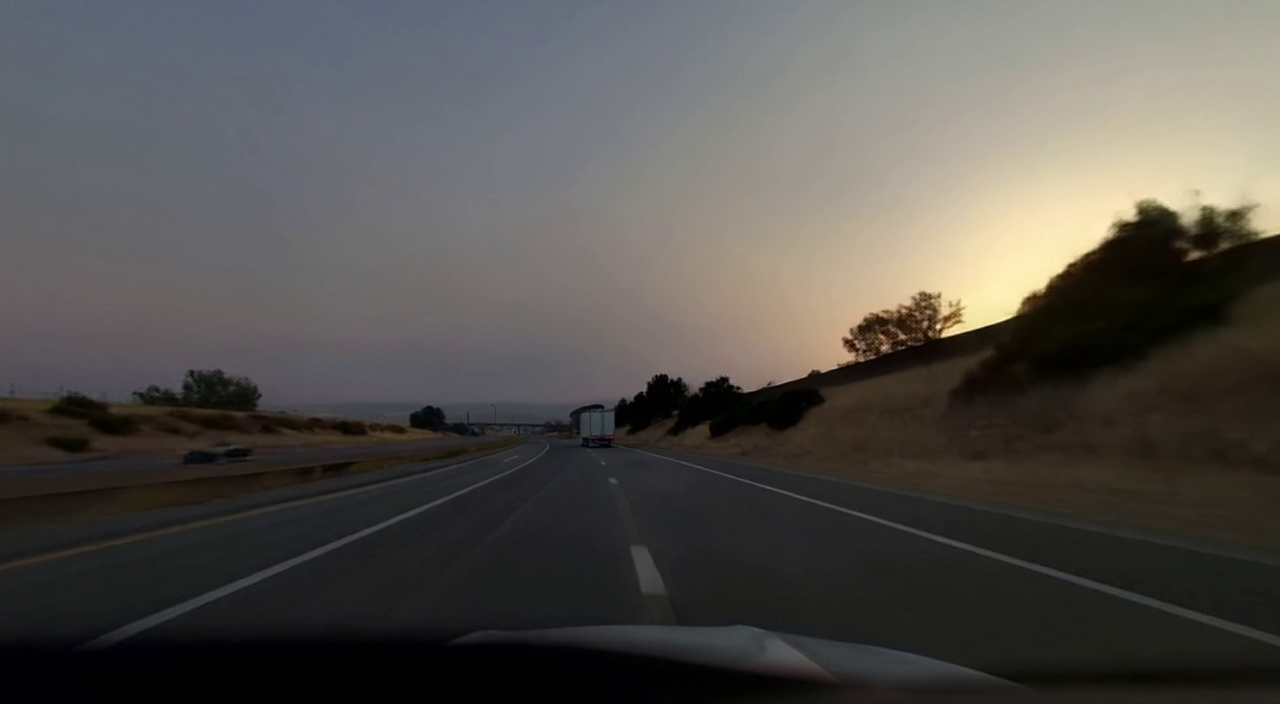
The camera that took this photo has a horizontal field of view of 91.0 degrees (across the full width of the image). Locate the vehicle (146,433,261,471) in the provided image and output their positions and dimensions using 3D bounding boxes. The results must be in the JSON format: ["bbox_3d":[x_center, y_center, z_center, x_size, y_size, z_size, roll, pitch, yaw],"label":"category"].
[{"bbox_3d":[-18.483,4.241,26.936,2.073,1.459,4.333,0,-8,-5],"label":"vehicle"}]
